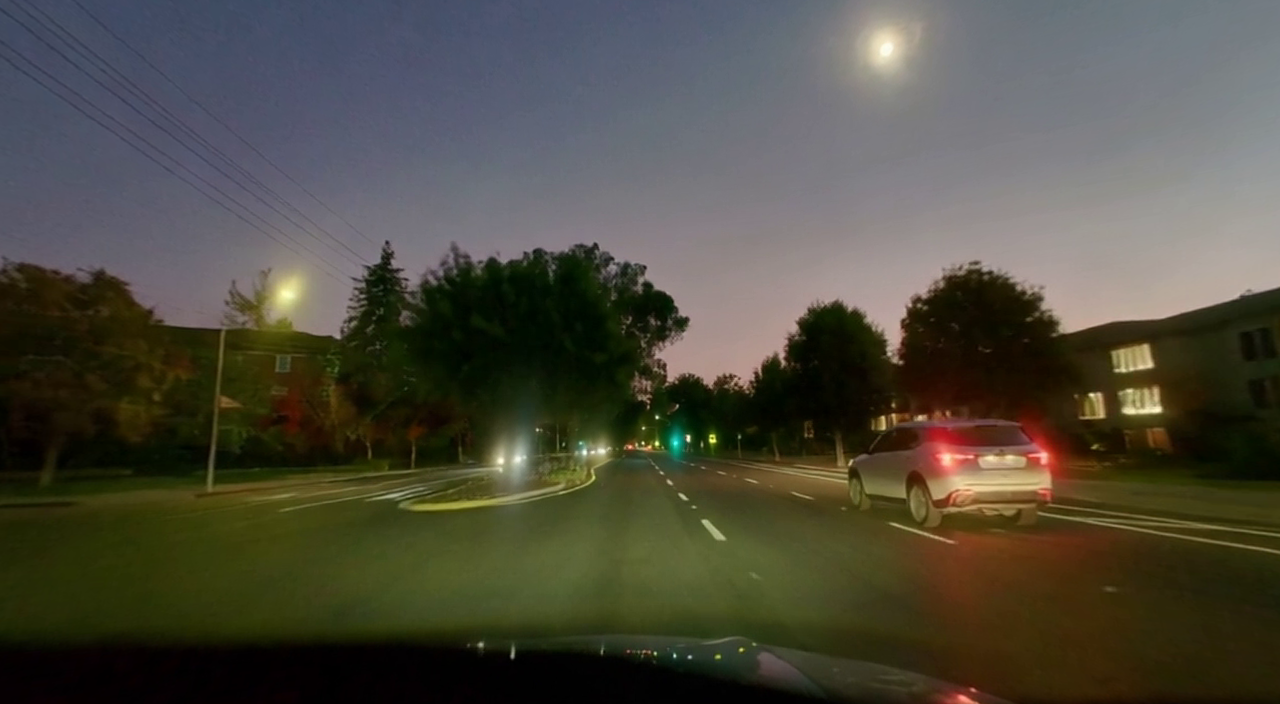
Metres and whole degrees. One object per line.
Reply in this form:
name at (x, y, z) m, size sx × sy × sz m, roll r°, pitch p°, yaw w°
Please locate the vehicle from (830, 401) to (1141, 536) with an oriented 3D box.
vehicle at (5.985, 2.177, 12.352) m, size 2.493 × 1.956 × 6.125 m, roll 0°, pitch -9°, yaw -1°
